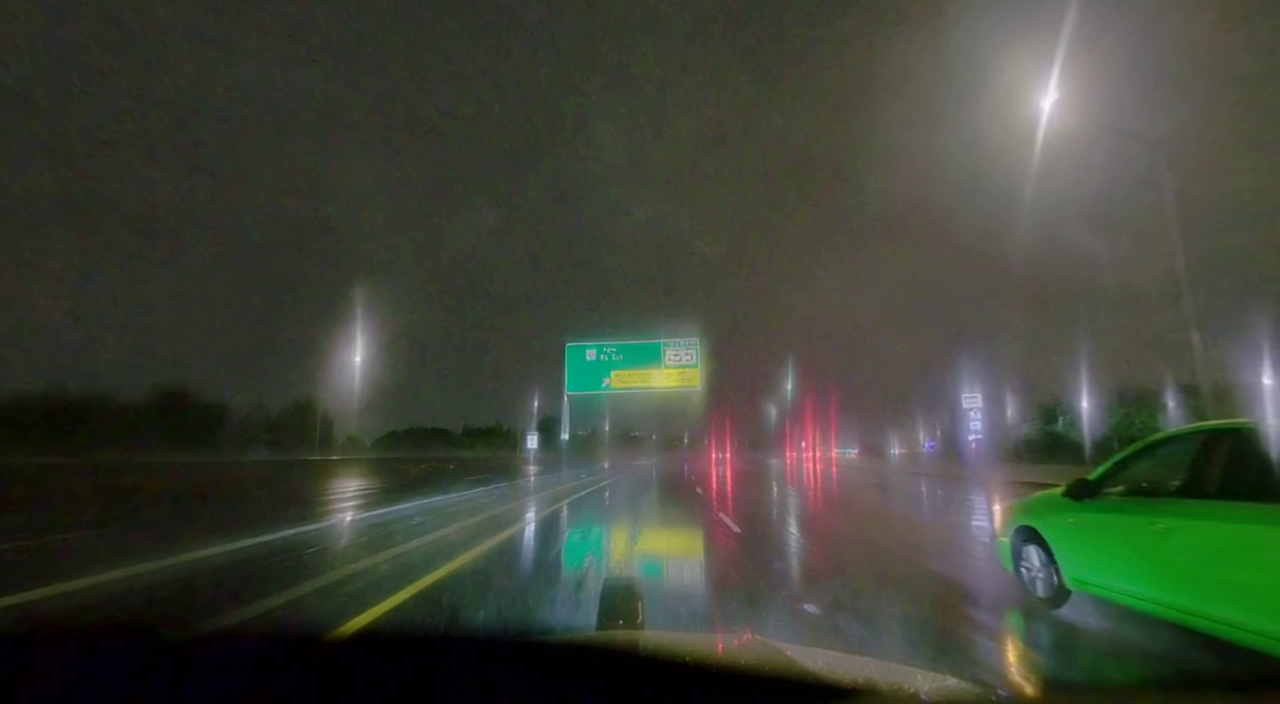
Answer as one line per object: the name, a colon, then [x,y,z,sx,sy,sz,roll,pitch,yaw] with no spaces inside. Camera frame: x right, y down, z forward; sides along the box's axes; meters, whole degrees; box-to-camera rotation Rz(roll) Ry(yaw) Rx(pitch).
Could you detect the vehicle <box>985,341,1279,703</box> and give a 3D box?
vehicle: [4.001,0.844,2.856,2.124,1.793,4.787,0,-9,0]
